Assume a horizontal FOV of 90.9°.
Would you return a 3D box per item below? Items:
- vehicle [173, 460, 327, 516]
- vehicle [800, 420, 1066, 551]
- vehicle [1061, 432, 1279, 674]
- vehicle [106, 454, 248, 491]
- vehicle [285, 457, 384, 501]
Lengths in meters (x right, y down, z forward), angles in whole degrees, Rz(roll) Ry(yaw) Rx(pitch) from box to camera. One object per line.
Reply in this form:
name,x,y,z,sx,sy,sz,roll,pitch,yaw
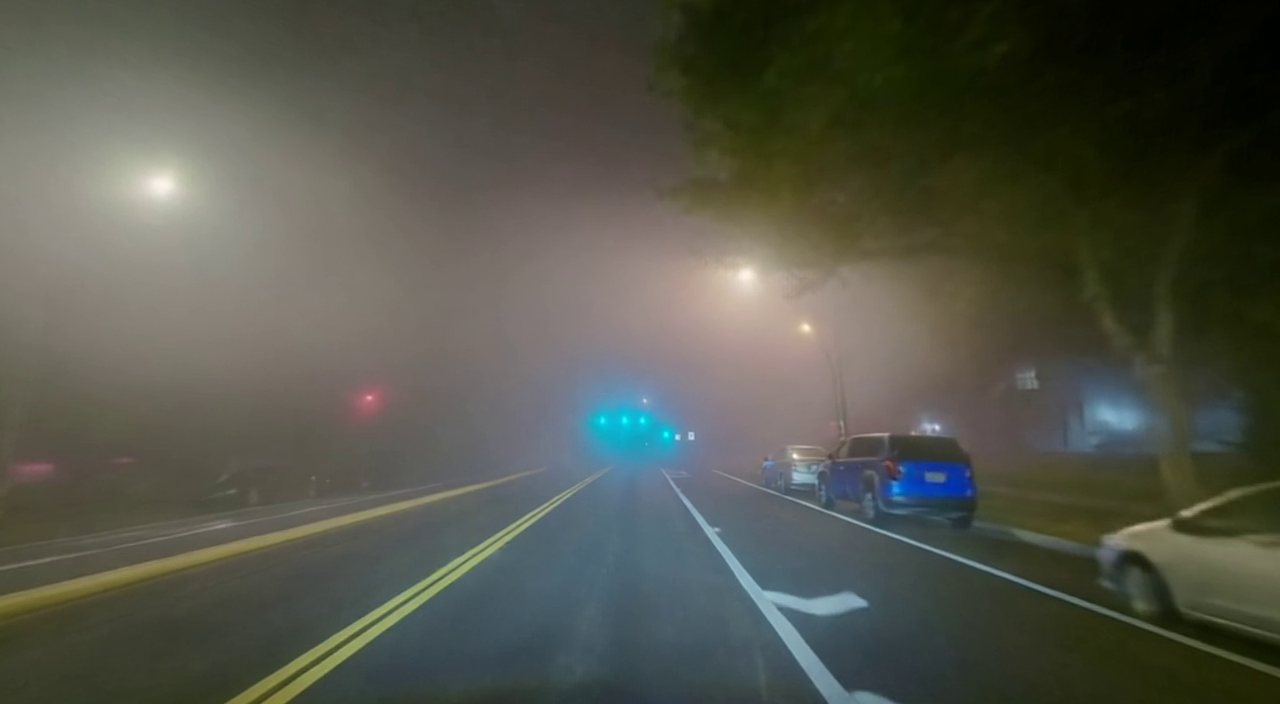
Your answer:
vehicle,-12.570,4.366,20.767,1.983,1.513,4.662,0,-9,2
vehicle,4.701,2.203,11.319,2.218,1.789,5.146,0,-8,-1
vehicle,4.786,1.153,3.403,1.928,1.431,4.570,0,-8,1
vehicle,-20.887,5.429,28.624,4.715,1.560,2.131,0,-9,-1
vehicle,-12.443,5.152,26.049,1.851,1.472,4.532,-1,-8,0
